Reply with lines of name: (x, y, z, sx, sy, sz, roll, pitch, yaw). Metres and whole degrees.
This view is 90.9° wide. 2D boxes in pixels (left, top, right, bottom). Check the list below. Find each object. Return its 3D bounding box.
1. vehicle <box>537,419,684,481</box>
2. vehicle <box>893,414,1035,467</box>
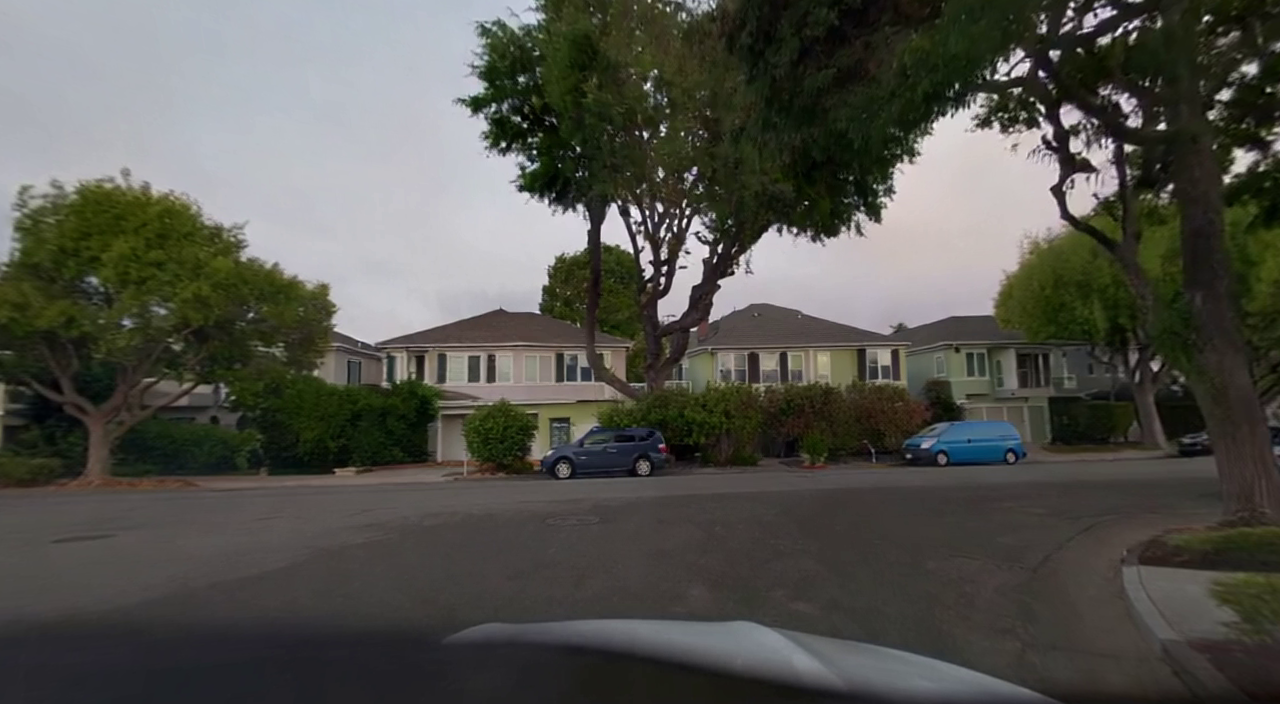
vehicle: (-0.853, 2.723, 17.594, 3.746, 1.518, 1.845, 3, -5, -15)
vehicle: (10.059, 2.750, 19.690, 3.513, 1.507, 1.798, 2, -6, -8)
